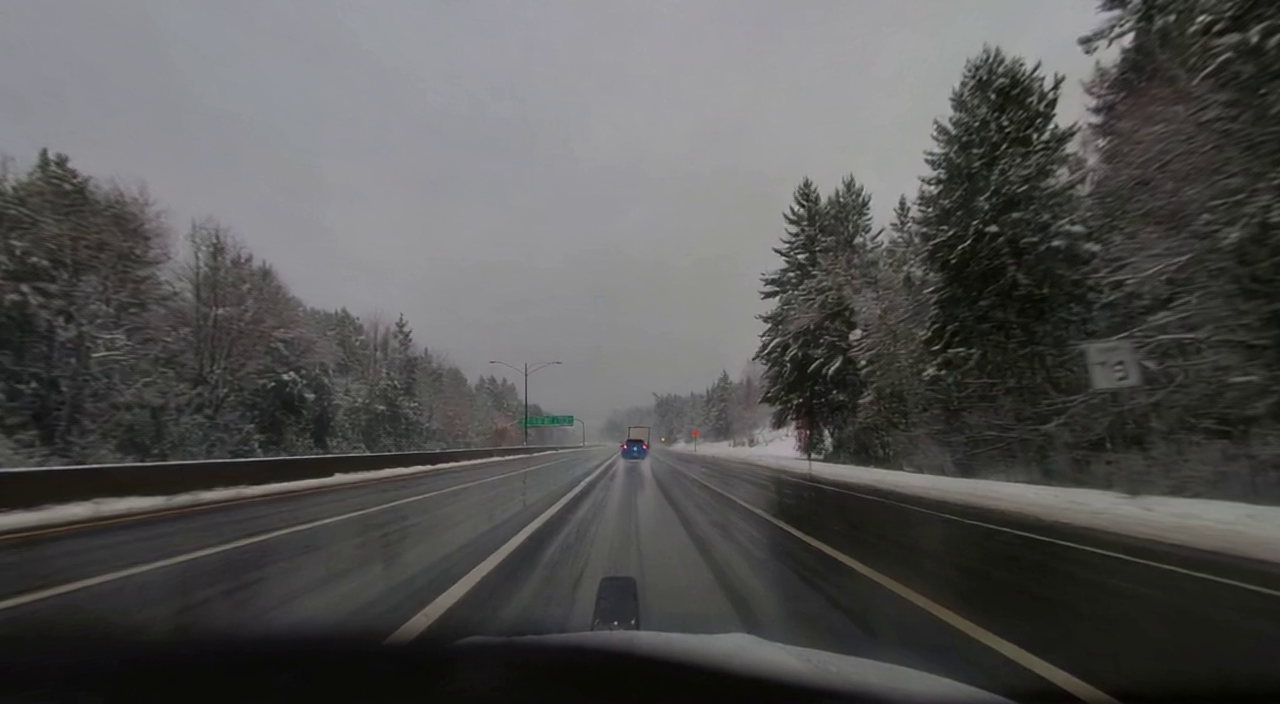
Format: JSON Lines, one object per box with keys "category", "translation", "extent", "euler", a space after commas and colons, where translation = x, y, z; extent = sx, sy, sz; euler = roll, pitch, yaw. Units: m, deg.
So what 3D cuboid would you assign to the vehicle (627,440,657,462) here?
{"category": "vehicle", "translation": [0.114, 7.005, 44.725], "extent": [2.028, 1.440, 3.690], "euler": [0, -8, -1]}
